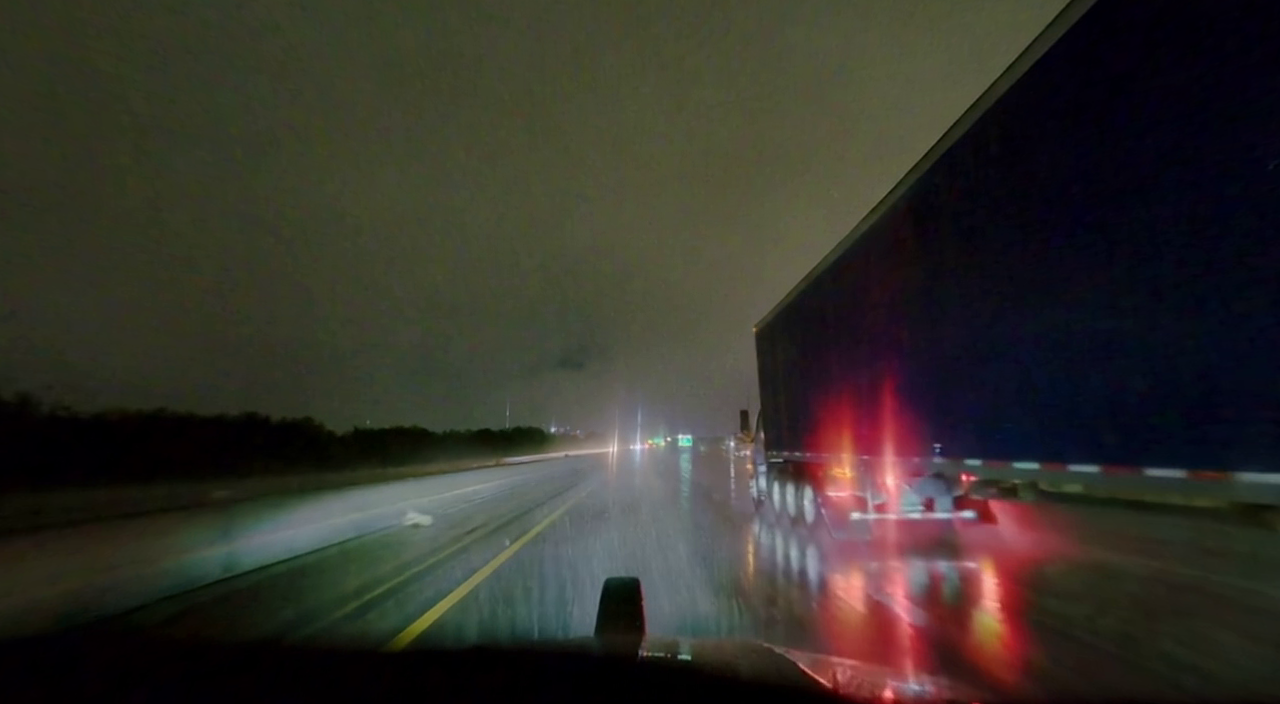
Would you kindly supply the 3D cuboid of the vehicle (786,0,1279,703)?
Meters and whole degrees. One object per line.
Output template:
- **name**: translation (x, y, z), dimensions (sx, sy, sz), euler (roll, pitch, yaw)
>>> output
- **vehicle**: translation (4.242, 0.062, 5.183), dimensions (2.937, 4.082, 12.918), euler (0, -9, 0)
